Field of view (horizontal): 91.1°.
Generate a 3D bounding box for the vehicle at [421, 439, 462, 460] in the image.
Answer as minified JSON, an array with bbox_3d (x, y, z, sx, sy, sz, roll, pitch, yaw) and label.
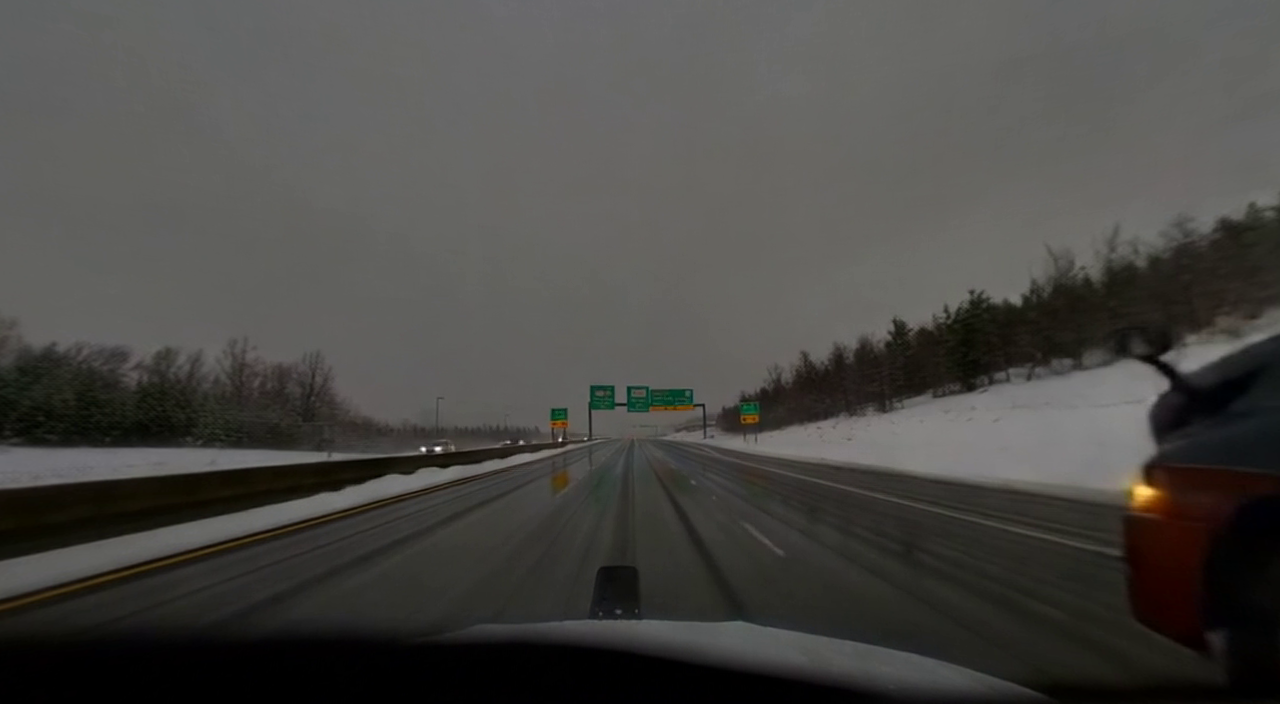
[{"bbox_3d":[-15.561,7.657,49.398,1.900,1.538,4.026,0,-8,0],"label":"vehicle"}]
